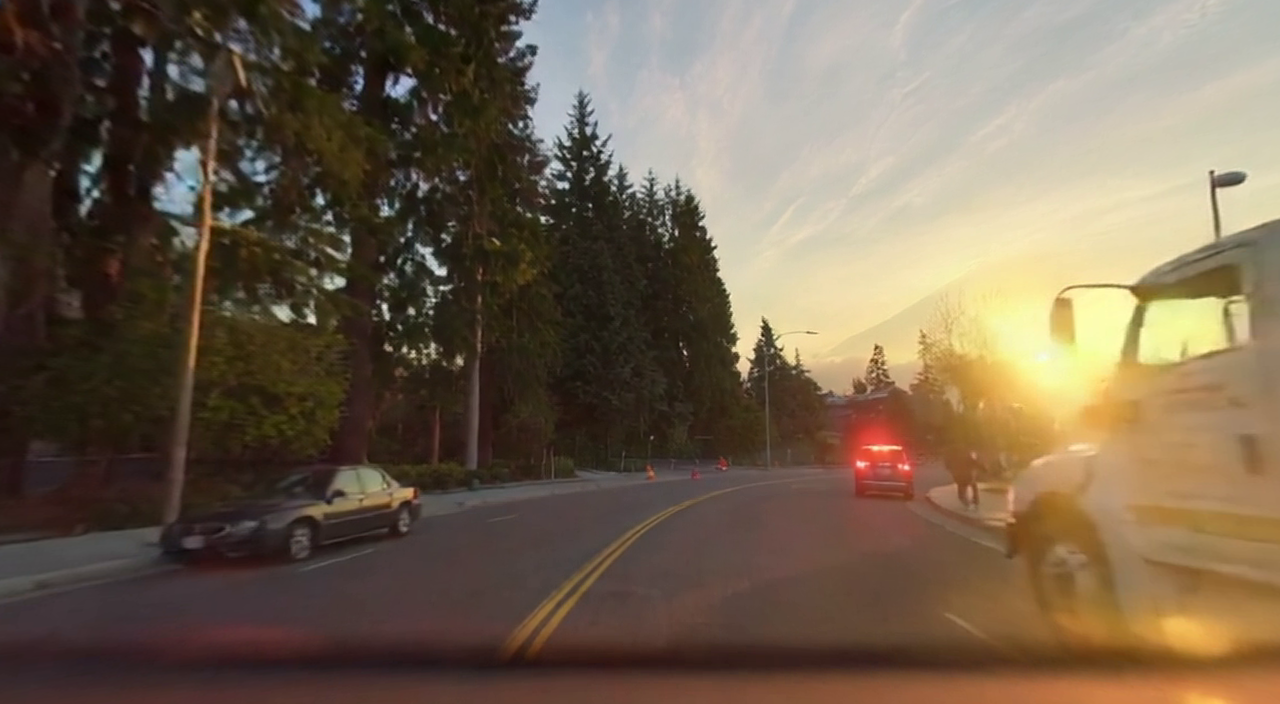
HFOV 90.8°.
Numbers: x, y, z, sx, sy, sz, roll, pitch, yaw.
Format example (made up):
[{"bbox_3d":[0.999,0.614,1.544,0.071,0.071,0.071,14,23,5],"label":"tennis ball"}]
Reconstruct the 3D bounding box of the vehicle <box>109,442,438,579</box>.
[{"bbox_3d":[-4.941,2.153,9.432,1.930,1.487,4.213,0,-9,9],"label":"vehicle"}]

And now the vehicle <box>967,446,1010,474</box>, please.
[{"bbox_3d":[24.623,7.617,44.534,1.922,1.785,4.513,-6,-12,36],"label":"vehicle"}]

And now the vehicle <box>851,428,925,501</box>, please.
[{"bbox_3d":[8.438,3.830,21.751,2.043,2.250,3.024,-2,-9,17],"label":"vehicle"}]
